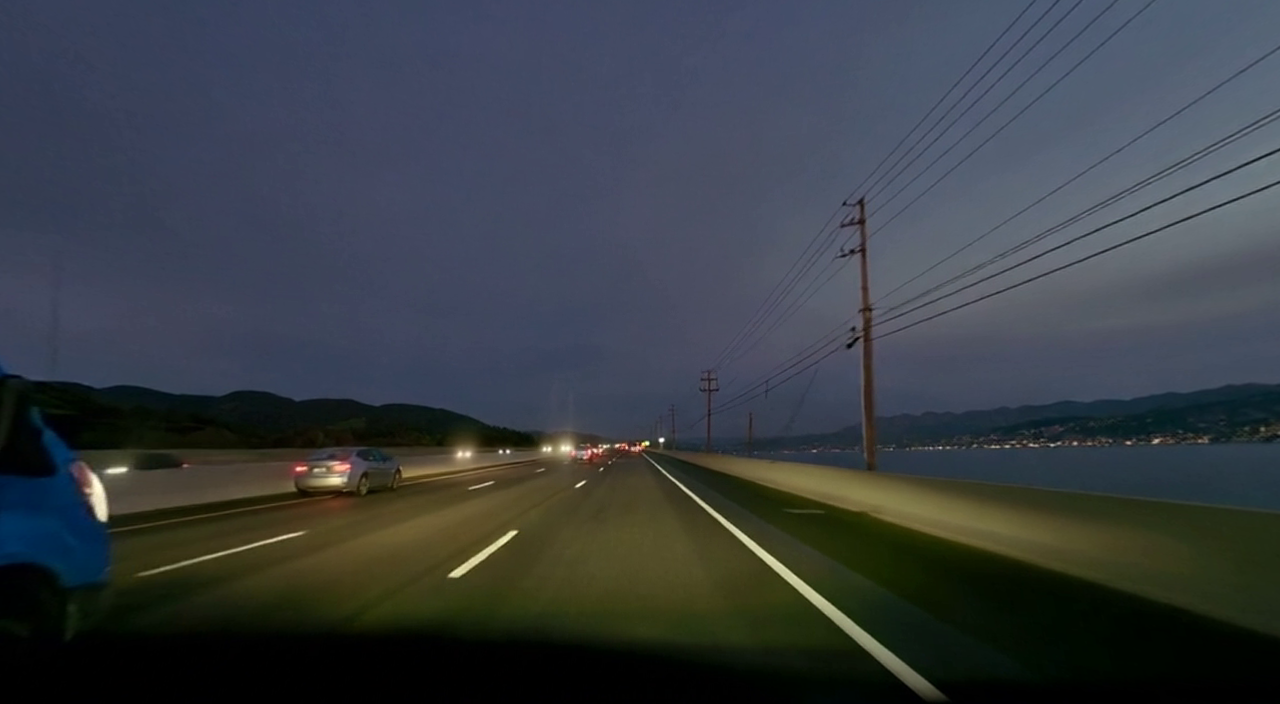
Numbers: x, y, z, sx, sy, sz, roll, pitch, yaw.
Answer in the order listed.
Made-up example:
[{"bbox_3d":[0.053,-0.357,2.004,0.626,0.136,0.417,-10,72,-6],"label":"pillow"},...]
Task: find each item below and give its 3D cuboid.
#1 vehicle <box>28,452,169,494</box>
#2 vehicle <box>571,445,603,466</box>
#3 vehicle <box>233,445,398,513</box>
[{"bbox_3d":[-21.524,4.802,25.386,1.933,1.471,4.226,0,-9,-1],"label":"vehicle"},{"bbox_3d":[-3.993,7.862,48.266,2.097,1.514,4.209,0,-9,-1],"label":"vehicle"},{"bbox_3d":[-8.001,3.137,16.168,1.847,1.456,4.471,0,-9,0],"label":"vehicle"}]
